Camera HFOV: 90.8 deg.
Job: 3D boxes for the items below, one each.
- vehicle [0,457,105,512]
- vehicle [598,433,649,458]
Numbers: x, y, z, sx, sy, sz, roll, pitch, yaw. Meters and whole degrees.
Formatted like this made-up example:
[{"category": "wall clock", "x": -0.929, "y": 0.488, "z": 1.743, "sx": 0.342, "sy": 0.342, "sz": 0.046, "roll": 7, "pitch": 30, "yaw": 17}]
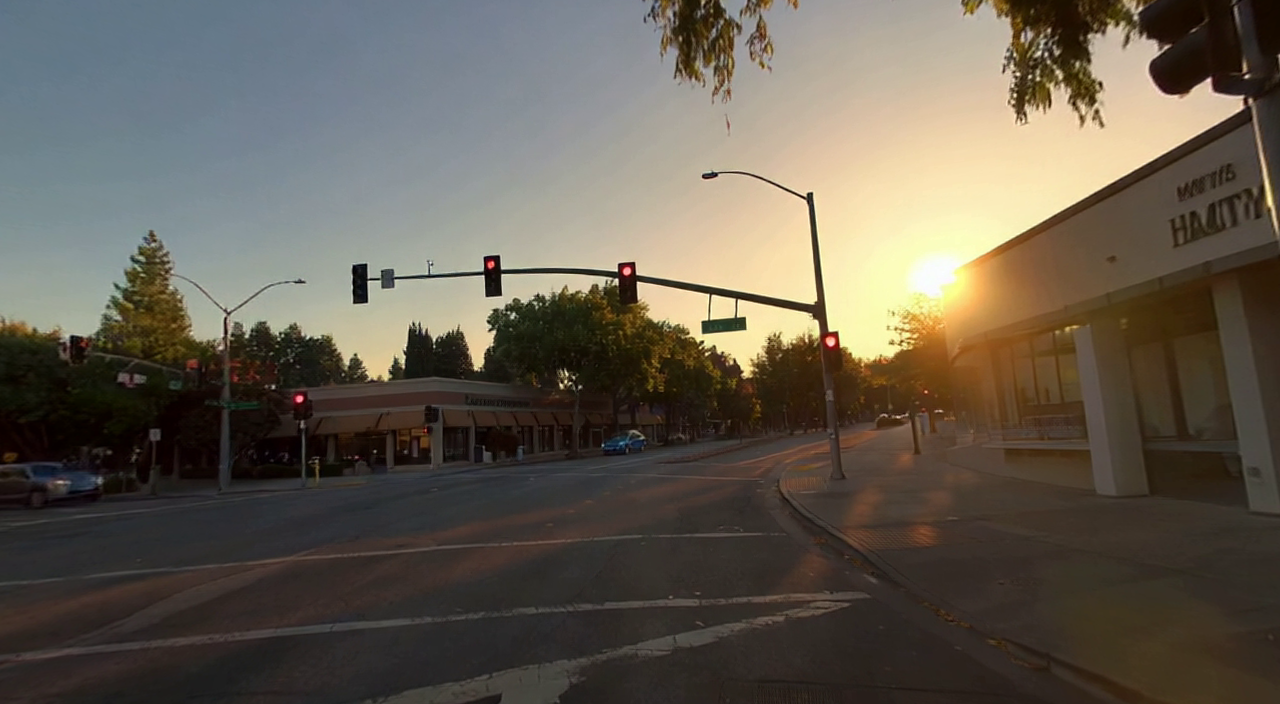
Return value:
[{"category": "vehicle", "x": -22.014, "y": 4.719, "z": 22.843, "sx": 4.715, "sy": 1.745, "sz": 2.026, "roll": -4, "pitch": -9, "yaw": 23}, {"category": "vehicle", "x": -1.187, "y": 7.014, "z": 47.303, "sx": 2.244, "sy": 1.792, "sz": 4.648, "roll": -3, "pitch": -9, "yaw": 20}]
